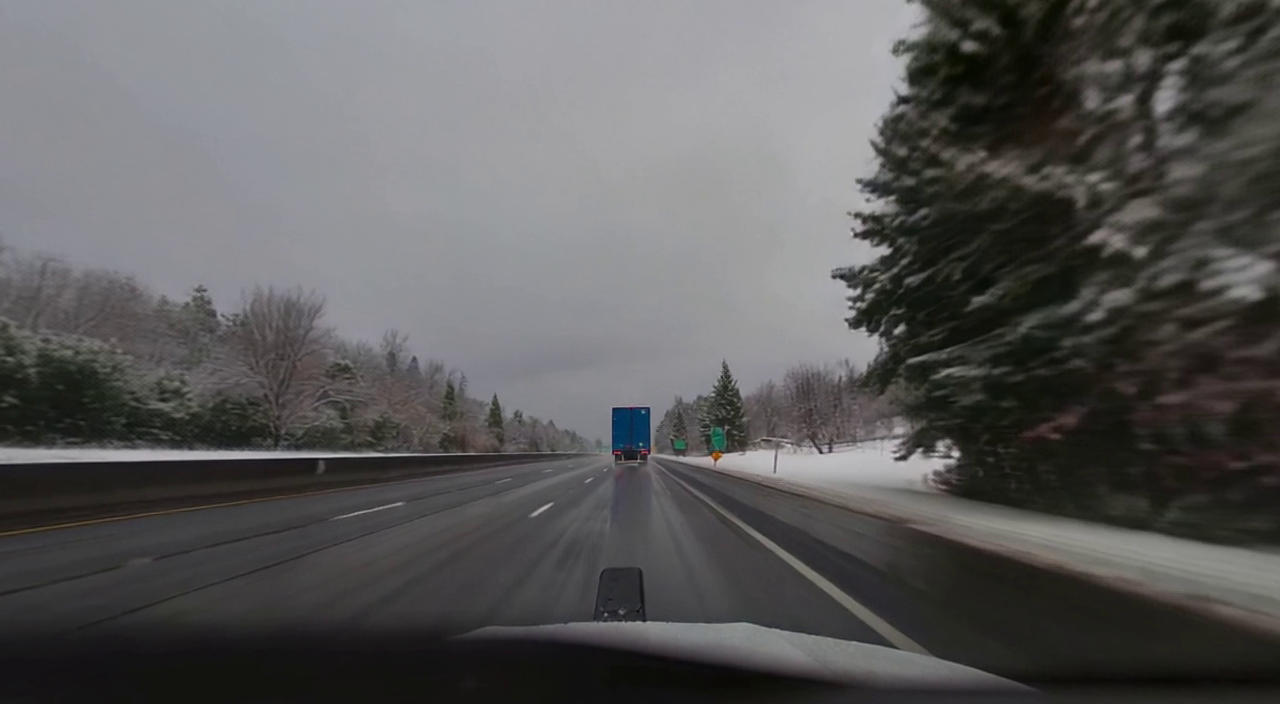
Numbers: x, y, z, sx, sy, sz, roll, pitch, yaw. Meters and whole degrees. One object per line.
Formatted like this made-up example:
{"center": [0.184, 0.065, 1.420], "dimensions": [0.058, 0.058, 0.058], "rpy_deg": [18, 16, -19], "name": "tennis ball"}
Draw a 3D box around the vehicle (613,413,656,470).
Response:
{"center": [-0.498, 7.073, 49.308], "dimensions": [2.982, 3.947, 11.075], "rpy_deg": [0, -9, -1], "name": "vehicle"}
